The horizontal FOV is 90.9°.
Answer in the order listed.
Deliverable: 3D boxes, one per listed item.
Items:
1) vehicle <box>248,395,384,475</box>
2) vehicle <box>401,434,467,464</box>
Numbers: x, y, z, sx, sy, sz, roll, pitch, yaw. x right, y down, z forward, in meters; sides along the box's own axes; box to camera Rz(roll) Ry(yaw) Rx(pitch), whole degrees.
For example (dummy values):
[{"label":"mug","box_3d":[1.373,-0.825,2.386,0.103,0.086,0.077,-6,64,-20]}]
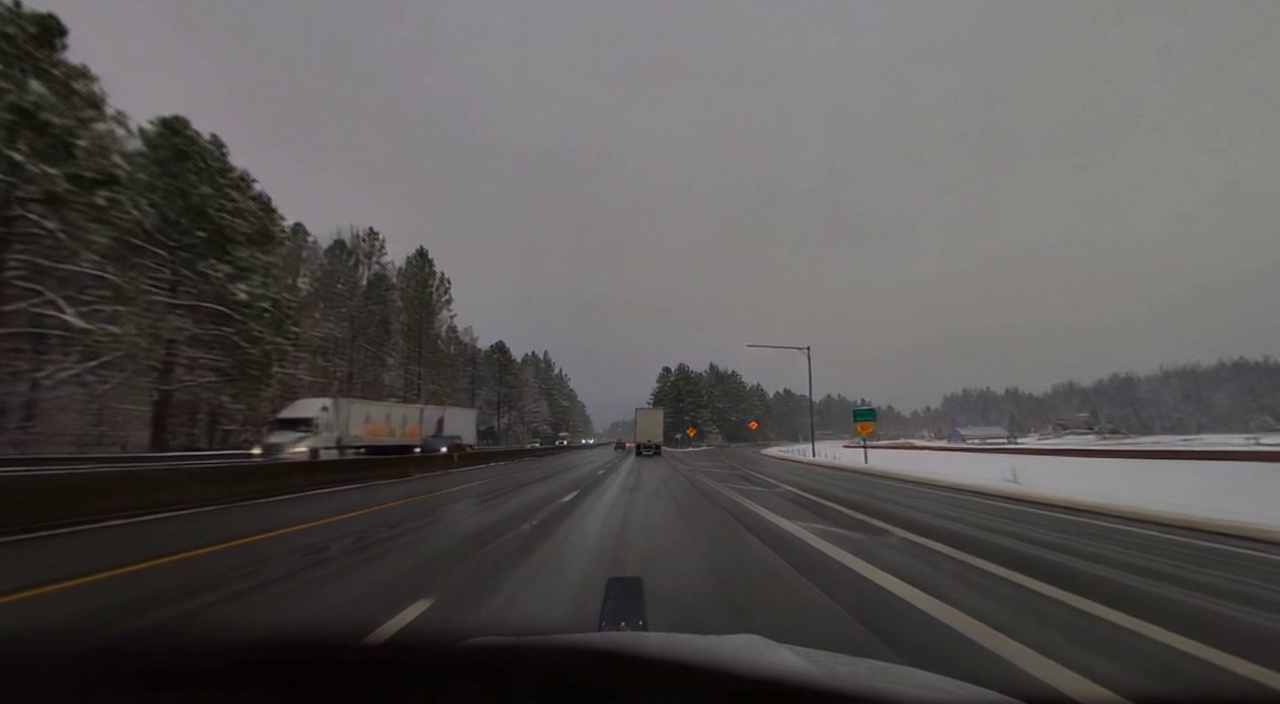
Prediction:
[{"label":"vehicle","box_3d":[-17.592,4.662,35.144,2.932,3.872,8.603,0,-8,0]},{"label":"vehicle","box_3d":[-13.013,6.176,40.307,2.292,1.721,5.657,0,-8,0]}]
